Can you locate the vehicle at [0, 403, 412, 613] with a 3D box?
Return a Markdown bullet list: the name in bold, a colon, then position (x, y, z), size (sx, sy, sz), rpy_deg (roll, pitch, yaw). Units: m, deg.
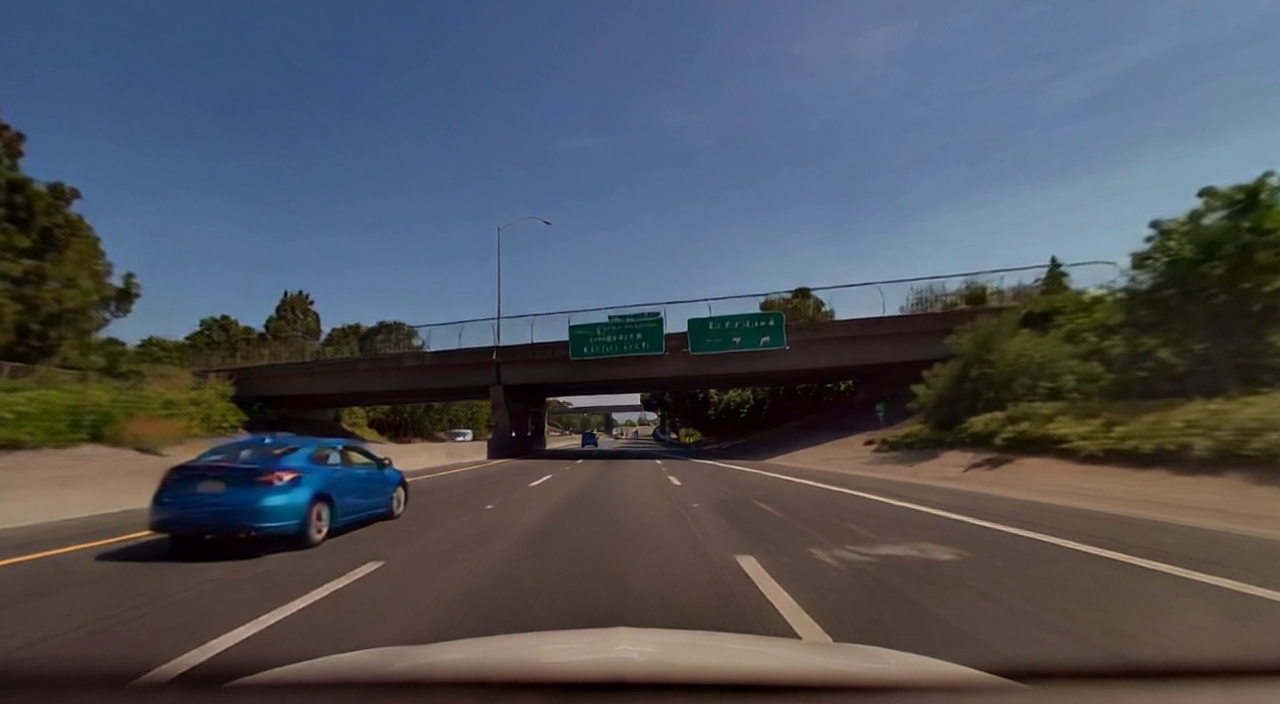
- **vehicle**: position (-4.534, 1.526, 7.299), size (2.086, 1.624, 4.607), rpy_deg (0, -8, 0)
